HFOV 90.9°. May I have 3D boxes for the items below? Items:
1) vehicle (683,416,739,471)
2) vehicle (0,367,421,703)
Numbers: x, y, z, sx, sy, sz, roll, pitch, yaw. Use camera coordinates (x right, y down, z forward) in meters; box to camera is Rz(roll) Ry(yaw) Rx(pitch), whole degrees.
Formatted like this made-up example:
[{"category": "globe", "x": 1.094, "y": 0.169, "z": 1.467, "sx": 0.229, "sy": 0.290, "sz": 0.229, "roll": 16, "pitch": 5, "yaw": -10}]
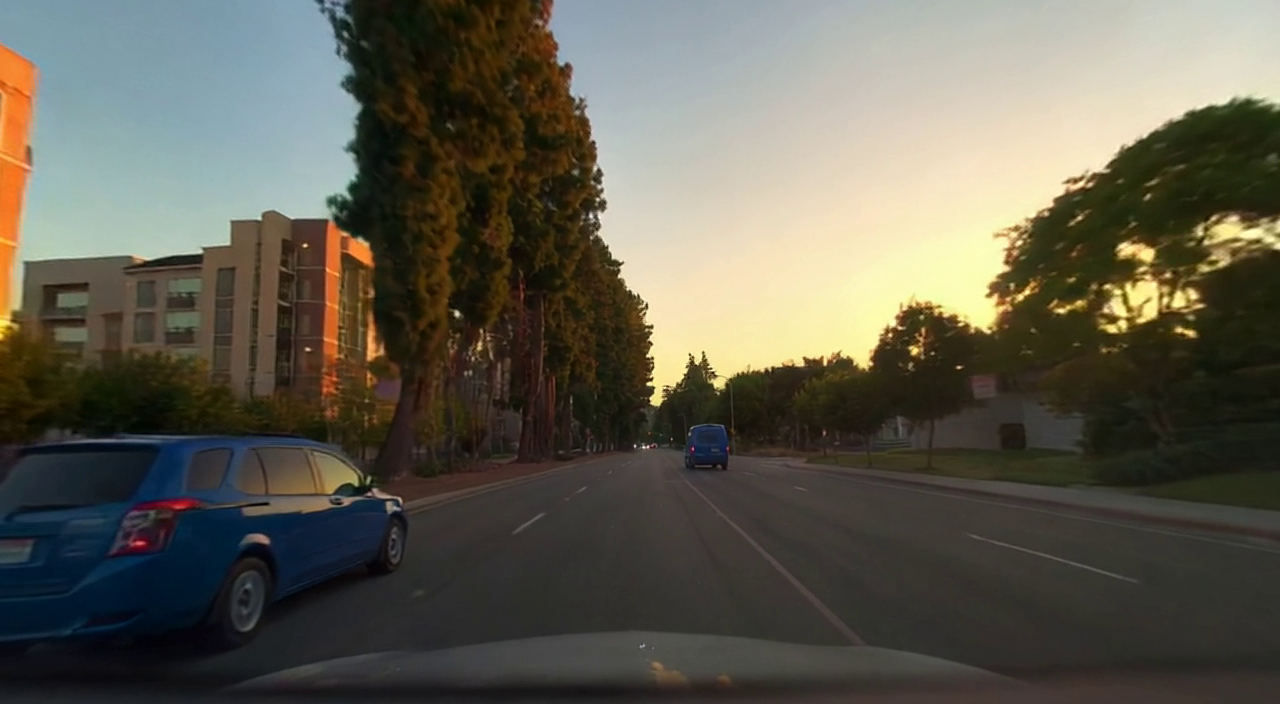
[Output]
[{"category": "vehicle", "x": 3.704, "y": 4.921, "z": 33.916, "sx": 2.349, "sy": 2.671, "sz": 5.744, "roll": 0, "pitch": -8, "yaw": 0}, {"category": "vehicle", "x": -3.547, "y": 1.185, "z": 4.636, "sx": 2.129, "sy": 1.602, "sz": 4.532, "roll": 0, "pitch": -8, "yaw": 2}]
